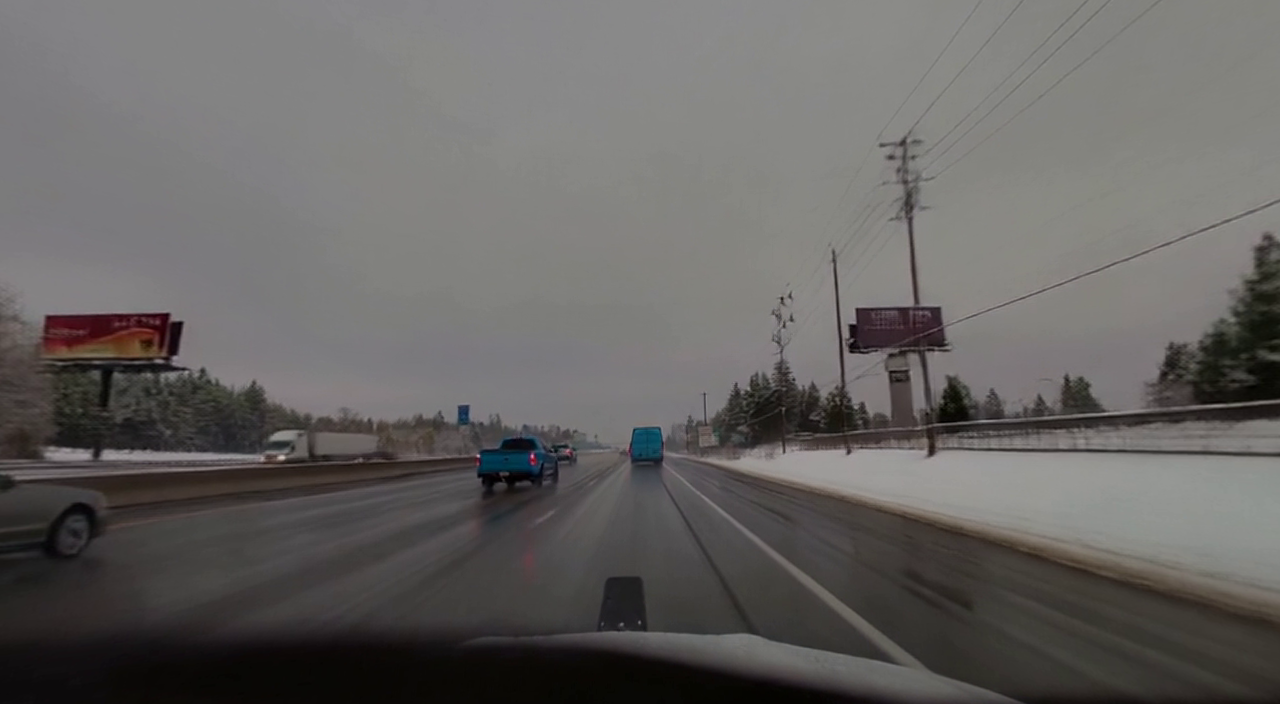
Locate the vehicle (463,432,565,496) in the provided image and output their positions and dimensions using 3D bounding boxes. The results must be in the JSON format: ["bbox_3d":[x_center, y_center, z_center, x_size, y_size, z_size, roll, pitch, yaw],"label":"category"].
[{"bbox_3d":[-3.778,3.459,19.813,2.145,1.730,4.729,0,-8,1],"label":"vehicle"}]

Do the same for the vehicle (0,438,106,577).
[{"bbox_3d":[-7.890,1.530,5.737,1.941,1.475,4.597,0,-8,0],"label":"vehicle"}]

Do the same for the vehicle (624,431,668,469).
[{"bbox_3d":[0.360,6.498,41.724,2.692,2.279,5.695,0,-8,0],"label":"vehicle"}]
